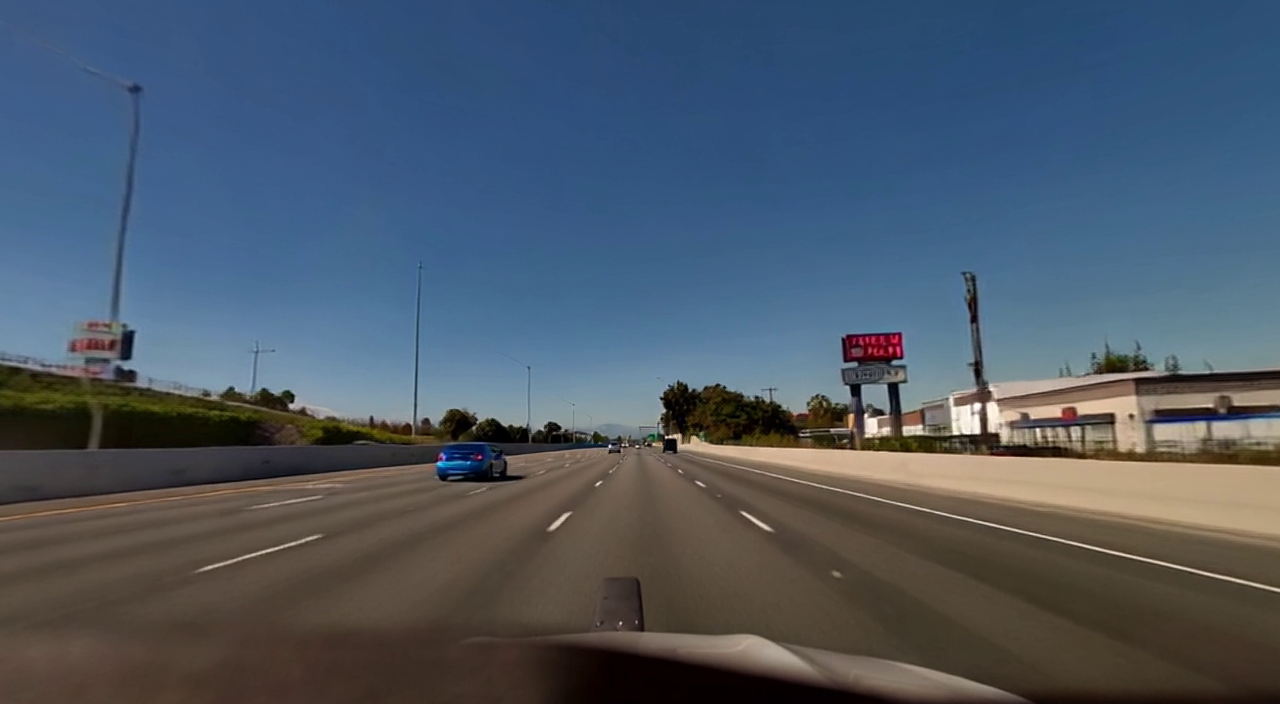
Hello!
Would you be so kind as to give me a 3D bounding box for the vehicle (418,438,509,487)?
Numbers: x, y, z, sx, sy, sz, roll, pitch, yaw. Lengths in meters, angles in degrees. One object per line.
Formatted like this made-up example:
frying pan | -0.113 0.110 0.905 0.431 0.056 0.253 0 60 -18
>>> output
vehicle | -6.127 3.870 22.513 1.990 1.529 4.288 0 -8 0
